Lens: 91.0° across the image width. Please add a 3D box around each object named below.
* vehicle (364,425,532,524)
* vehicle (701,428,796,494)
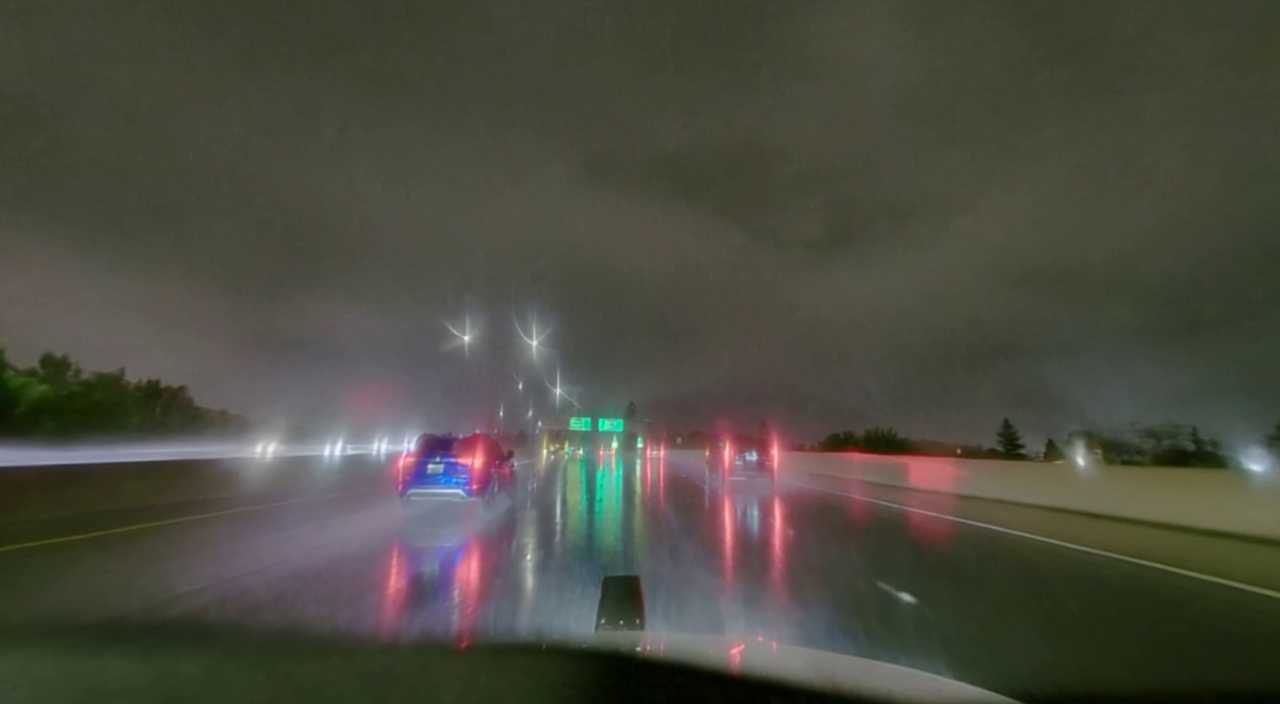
[{"bbox_3d":[-3.832,2.554,13.613,2.214,1.743,4.465,0,-9,0],"label":"vehicle"},{"bbox_3d":[3.341,3.481,20.384,2.153,1.860,4.689,0,-9,-1],"label":"vehicle"}]
